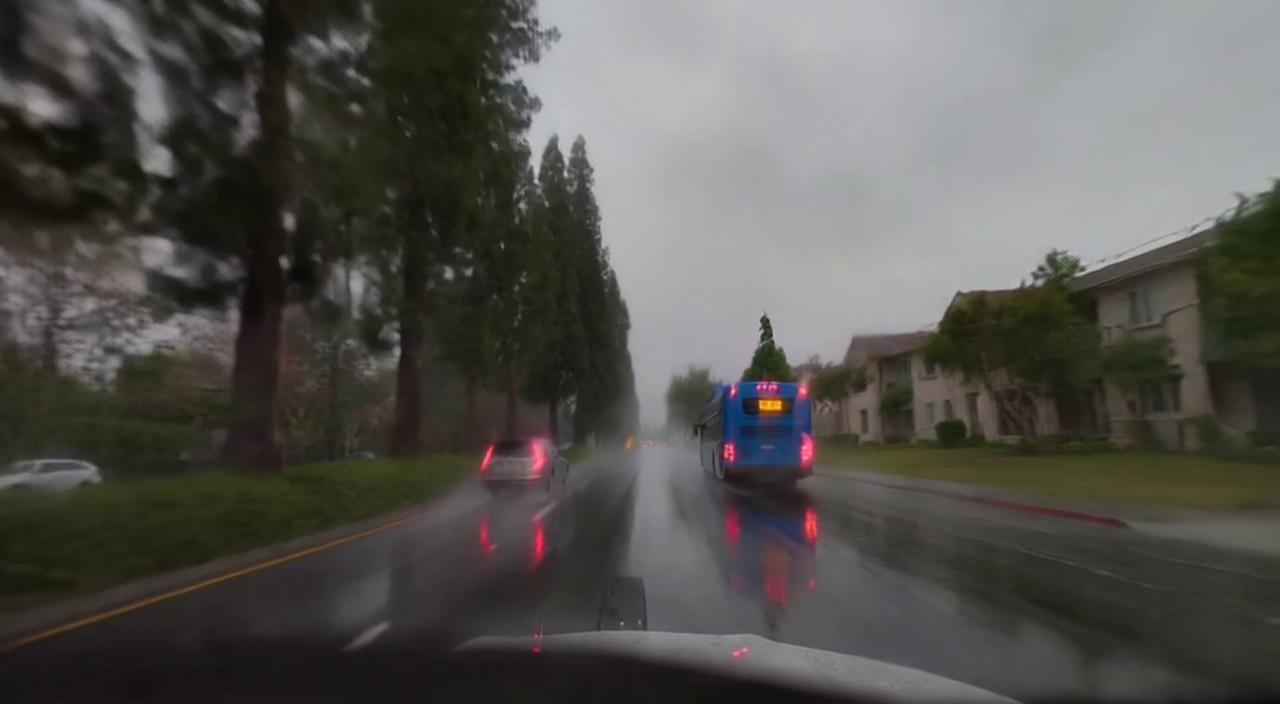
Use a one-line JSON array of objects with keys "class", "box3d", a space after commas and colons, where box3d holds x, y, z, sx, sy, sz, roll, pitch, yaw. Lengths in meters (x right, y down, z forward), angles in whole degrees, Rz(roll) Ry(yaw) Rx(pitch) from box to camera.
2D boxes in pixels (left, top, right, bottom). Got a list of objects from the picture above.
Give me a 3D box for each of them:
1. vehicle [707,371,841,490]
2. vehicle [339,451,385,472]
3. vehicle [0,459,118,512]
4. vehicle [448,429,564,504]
[{"class": "vehicle", "box3d": [4.360, 3.094, 23.788, 3.072, 3.278, 12.747, -1, -8, 4]}, {"class": "vehicle", "box3d": [-22.009, 8.700, 49.869, 1.781, 1.553, 3.896, 0, -8, 2]}, {"class": "vehicle", "box3d": [-22.292, 4.831, 23.176, 2.018, 1.648, 4.631, 0, -8, -1]}, {"class": "vehicle", "box3d": [-3.472, 3.071, 17.275, 2.111, 1.767, 4.333, 0, -8, 2]}]
